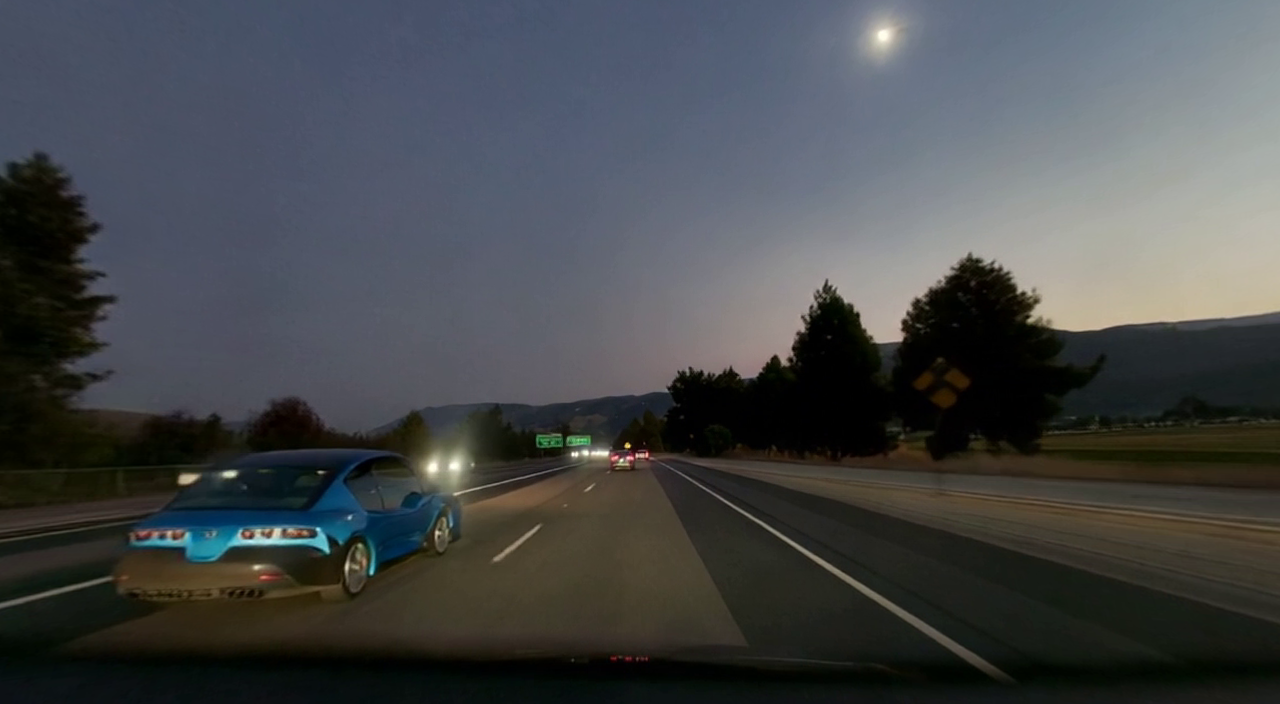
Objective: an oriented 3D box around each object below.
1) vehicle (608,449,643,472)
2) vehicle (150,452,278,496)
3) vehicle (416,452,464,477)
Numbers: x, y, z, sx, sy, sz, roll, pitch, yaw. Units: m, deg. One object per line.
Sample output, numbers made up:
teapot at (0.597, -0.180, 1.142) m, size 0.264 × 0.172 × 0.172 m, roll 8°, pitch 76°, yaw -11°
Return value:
vehicle at (-0.924, 7.332, 43.009) m, size 2.170 × 1.451 × 4.584 m, roll 0°, pitch -9°, yaw 1°
vehicle at (-15.868, 4.532, 23.829) m, size 1.841 × 1.481 × 4.240 m, roll 0°, pitch -9°, yaw 0°
vehicle at (-12.775, 7.183, 40.487) m, size 1.893 × 1.485 × 4.002 m, roll 0°, pitch -9°, yaw -2°
